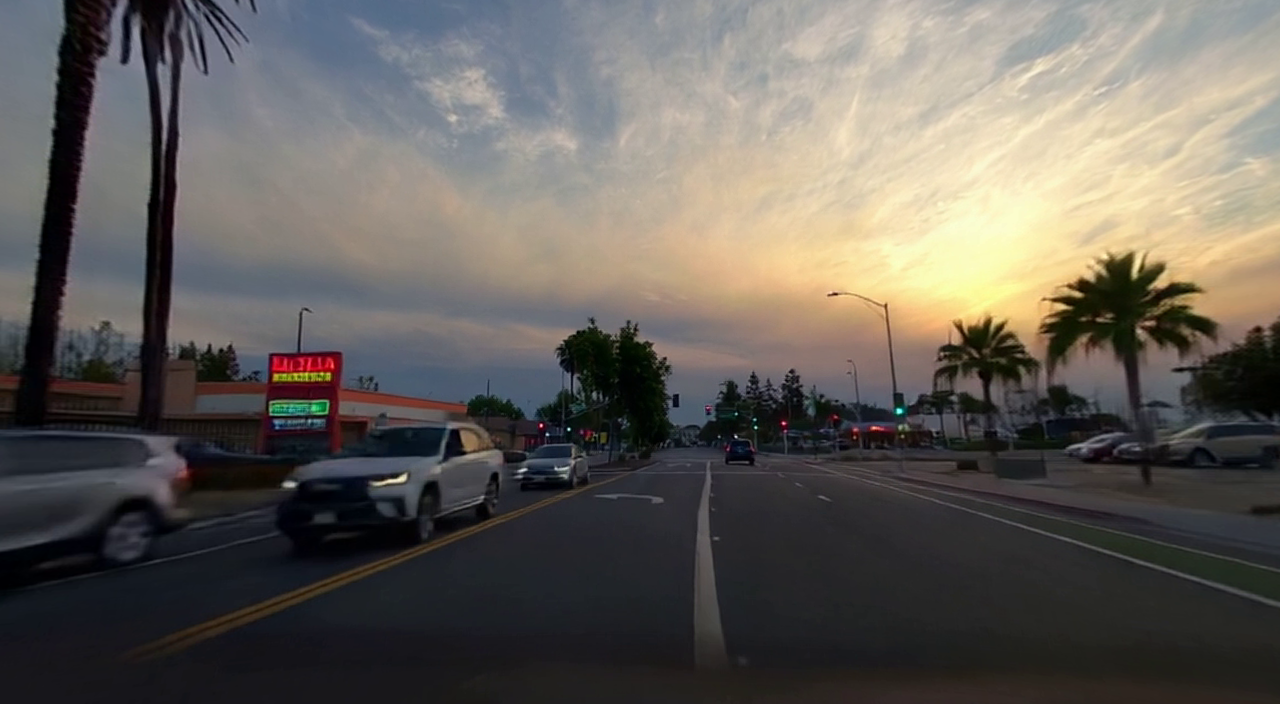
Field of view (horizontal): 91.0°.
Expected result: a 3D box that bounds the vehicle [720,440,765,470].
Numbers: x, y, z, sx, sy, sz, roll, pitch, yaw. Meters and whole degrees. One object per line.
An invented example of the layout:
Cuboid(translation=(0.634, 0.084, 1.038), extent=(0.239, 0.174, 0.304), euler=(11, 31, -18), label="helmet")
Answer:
Cuboid(translation=(5.438, 5.510, 33.851), extent=(2.065, 1.507, 4.225), euler=(-1, -9, 6), label="vehicle")

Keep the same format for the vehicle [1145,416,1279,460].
Cuboid(translation=(27.703, 4.129, 30.017), extent=(2.308, 1.868, 4.999), euler=(4, -9, -23), label="vehicle")

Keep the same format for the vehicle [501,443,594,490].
Cuboid(translation=(-3.133, 4.008, 22.498), extent=(2.090, 1.489, 4.909), euler=(-1, -9, 6), label="vehicle")

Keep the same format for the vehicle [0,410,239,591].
Cuboid(translation=(-8.174, 1.727, 7.556), extent=(2.328, 1.976, 5.915), euler=(-1, -9, 7), label="vehicle")

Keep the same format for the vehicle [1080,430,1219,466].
Cuboid(translation=(24.215, 4.574, 30.146), extent=(2.028, 1.556, 4.625), euler=(4, -9, -26), label="vehicle")

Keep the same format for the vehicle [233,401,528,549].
Cuboid(translation=(-4.103, 2.109, 11.518), extent=(2.551, 1.995, 5.615), euler=(-1, -9, 6), label="vehicle")
